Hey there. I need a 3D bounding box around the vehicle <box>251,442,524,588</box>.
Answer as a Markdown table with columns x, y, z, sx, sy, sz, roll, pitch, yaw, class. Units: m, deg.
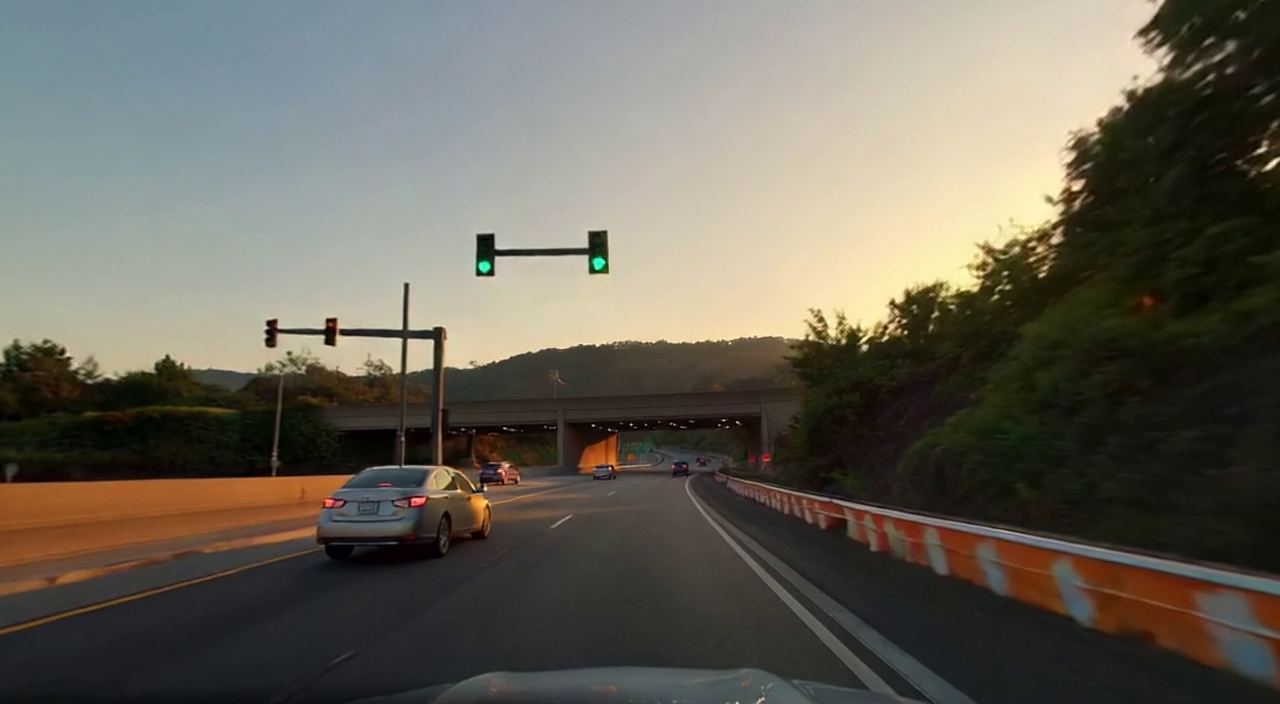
| x | y | z | sx | sy | sz | roll | pitch | yaw | class |
| --- | --- | --- | --- | --- | --- | --- | --- | --- | --- |
| -2.977 | 2.032 | 8.463 | 1.992 | 1.466 | 3.690 | 0 | -10 | 2 | vehicle |
